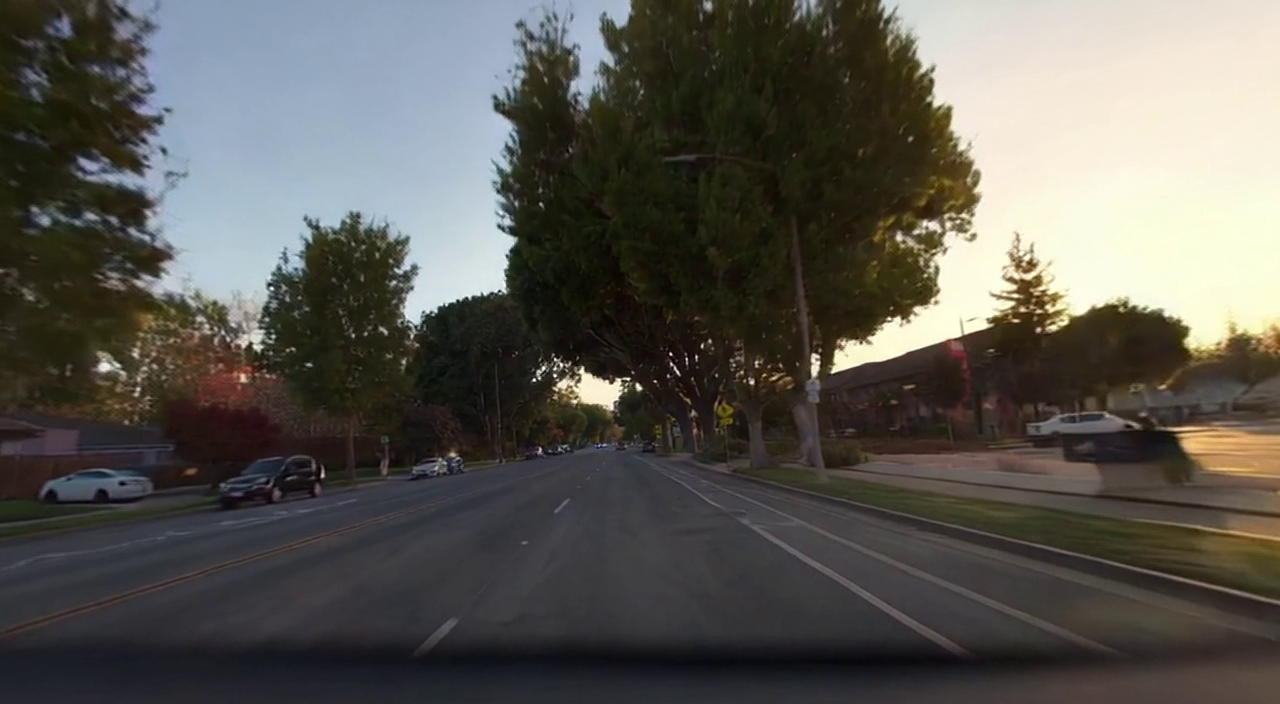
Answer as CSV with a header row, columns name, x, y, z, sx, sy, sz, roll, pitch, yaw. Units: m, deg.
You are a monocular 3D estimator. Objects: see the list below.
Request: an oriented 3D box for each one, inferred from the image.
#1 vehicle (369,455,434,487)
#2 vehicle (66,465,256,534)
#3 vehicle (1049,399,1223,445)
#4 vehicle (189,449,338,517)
name,x,y,z,sx,sy,sz,roll,pitch,yaw
vehicle,-13.194,6.557,35.266,1.897,1.564,4.875,0,-8,-2
vehicle,-12.725,3.907,17.228,1.958,1.457,4.254,0,-9,-3
vehicle,24.525,3.590,31.568,2.392,1.996,6.238,5,-10,-33
vehicle,-12.924,4.462,22.200,2.351,1.905,5.138,-4,-9,-3
